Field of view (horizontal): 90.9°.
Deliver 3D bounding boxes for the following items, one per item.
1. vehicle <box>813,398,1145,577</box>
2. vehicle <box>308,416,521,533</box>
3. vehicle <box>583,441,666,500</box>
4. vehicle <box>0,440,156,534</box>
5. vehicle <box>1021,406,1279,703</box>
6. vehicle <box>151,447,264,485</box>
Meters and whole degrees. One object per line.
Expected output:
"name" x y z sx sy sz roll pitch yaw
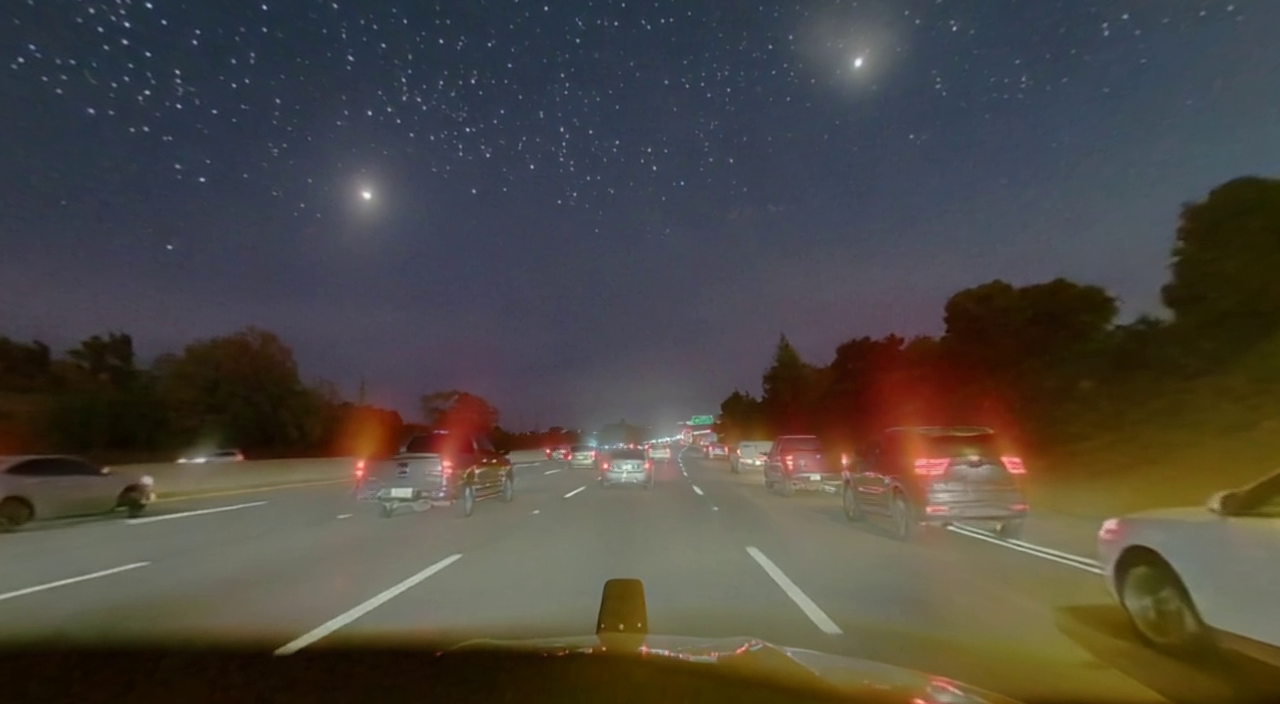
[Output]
"vehicle" 4.030 1.698 8.693 2.003 1.778 4.658 0 -8 1
"vehicle" -4.040 2.316 12.651 2.110 1.811 5.585 0 -8 1
"vehicle" -0.353 3.243 17.736 2.070 1.456 4.029 0 -8 1
"vehicle" -11.285 2.301 10.986 1.907 1.508 4.608 0 -8 2
"vehicle" 3.762 0.923 2.364 1.940 1.475 4.328 0 -8 0
"vehicle" -18.696 4.909 27.531 1.813 1.478 4.228 0 -8 3
